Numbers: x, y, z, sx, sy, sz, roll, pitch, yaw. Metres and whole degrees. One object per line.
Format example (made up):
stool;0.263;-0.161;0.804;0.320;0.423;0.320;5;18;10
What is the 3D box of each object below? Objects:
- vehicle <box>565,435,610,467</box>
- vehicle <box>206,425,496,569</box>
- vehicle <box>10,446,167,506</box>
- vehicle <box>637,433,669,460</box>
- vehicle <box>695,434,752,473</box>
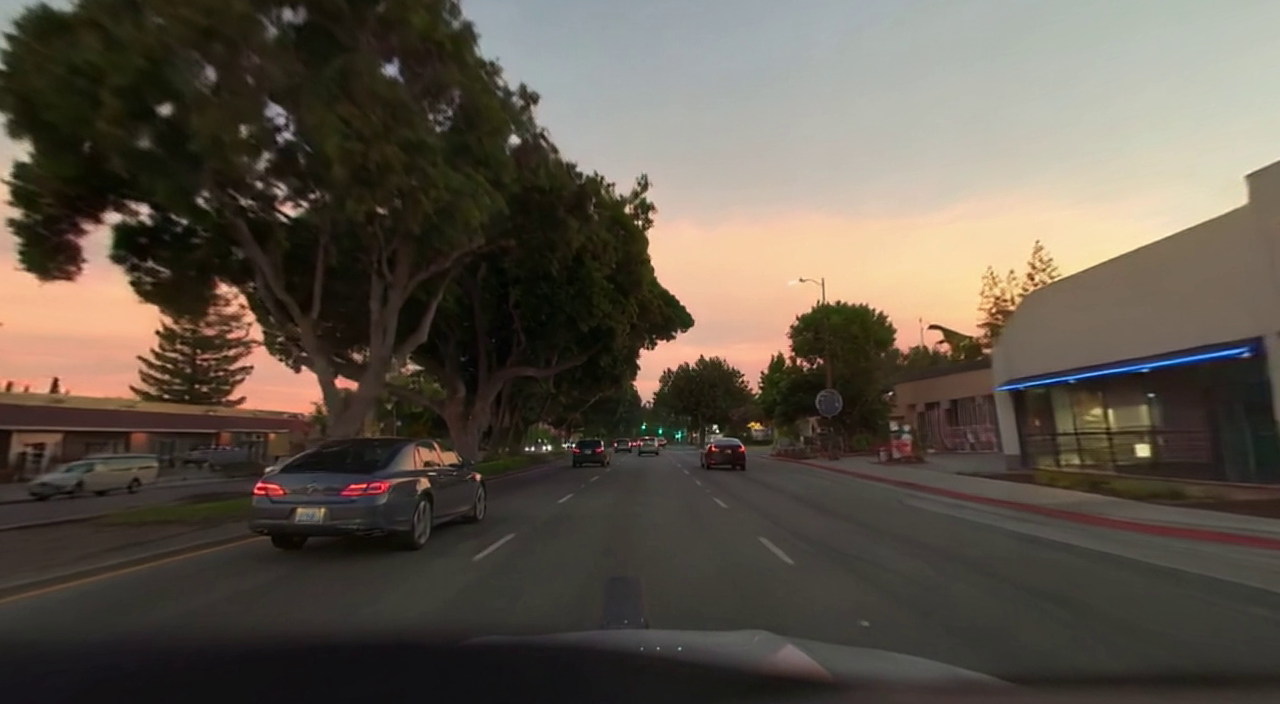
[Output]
vehicle;-2.807;5.450;34.799;2.026;1.665;4.193;0;-8;1
vehicle;-3.543;1.838;8.843;1.908;1.481;4.351;0;-8;1
vehicle;-22.352;4.964;25.917;2.073;1.855;5.159;-4;-6;-3
vehicle;0.942;6.885;45.902;2.193;1.873;4.033;0;-8;1
vehicle;3.551;4.404;27.526;1.922;1.579;3.642;0;-8;-1
